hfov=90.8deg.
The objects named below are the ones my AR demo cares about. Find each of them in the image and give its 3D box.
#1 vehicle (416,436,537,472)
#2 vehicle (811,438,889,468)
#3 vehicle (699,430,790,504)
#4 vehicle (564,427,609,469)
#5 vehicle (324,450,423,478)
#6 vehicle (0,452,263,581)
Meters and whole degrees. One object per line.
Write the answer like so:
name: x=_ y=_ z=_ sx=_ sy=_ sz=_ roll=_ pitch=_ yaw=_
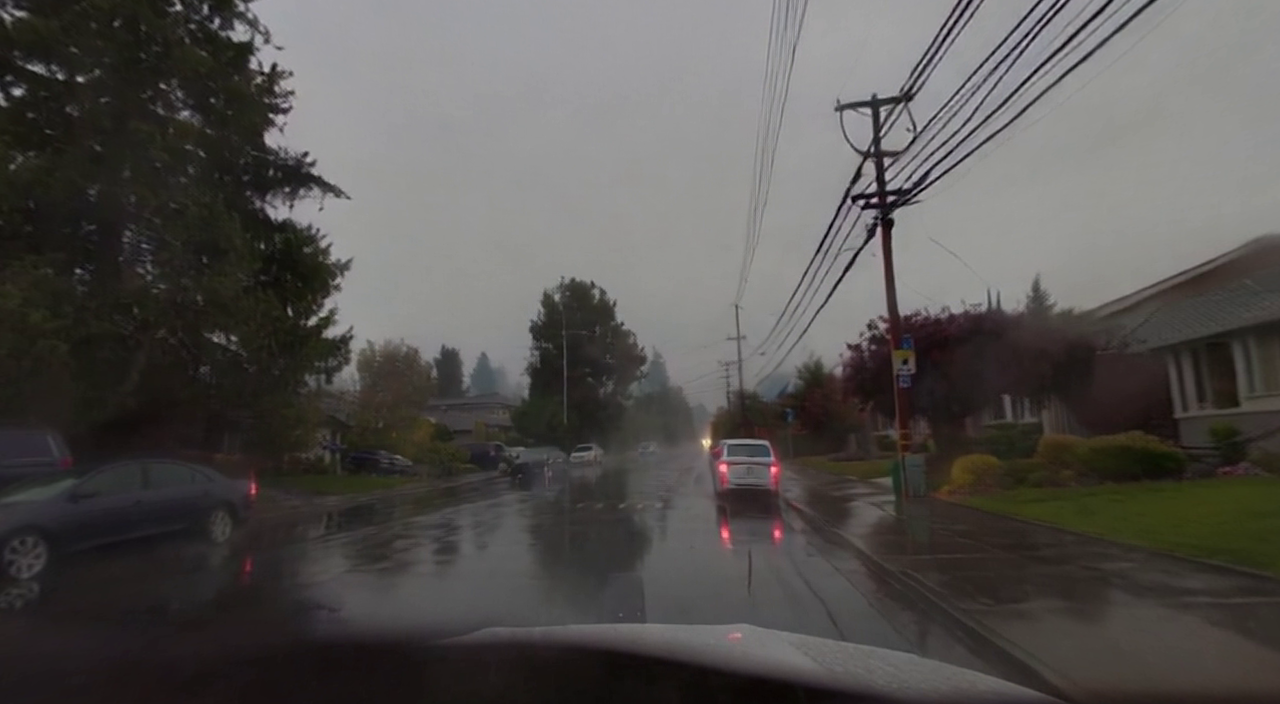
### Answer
vehicle: x=-9.585 y=6.011 z=37.360 sx=6.488 sy=2.009 sz=2.354 roll=-1 pitch=-9 yaw=7
vehicle: x=12.399 y=5.991 z=37.568 sx=4.075 sy=1.674 sz=1.811 roll=-1 pitch=-9 yaw=8
vehicle: x=2.478 y=2.706 z=15.194 sx=1.908 sy=1.572 sz=3.105 roll=-1 pitch=-9 yaw=8
vehicle: x=-3.883 y=7.192 z=47.269 sx=2.199 sy=2.902 sz=5.848 roll=-1 pitch=-9 yaw=7
vehicle: x=-14.180 y=5.962 z=33.735 sx=4.481 sy=1.420 sz=1.712 roll=0 pitch=-9 yaw=3
vehicle: x=-8.180 y=2.240 z=9.370 sx=1.968 sy=1.449 sz=4.502 roll=-1 pitch=-9 yaw=8
